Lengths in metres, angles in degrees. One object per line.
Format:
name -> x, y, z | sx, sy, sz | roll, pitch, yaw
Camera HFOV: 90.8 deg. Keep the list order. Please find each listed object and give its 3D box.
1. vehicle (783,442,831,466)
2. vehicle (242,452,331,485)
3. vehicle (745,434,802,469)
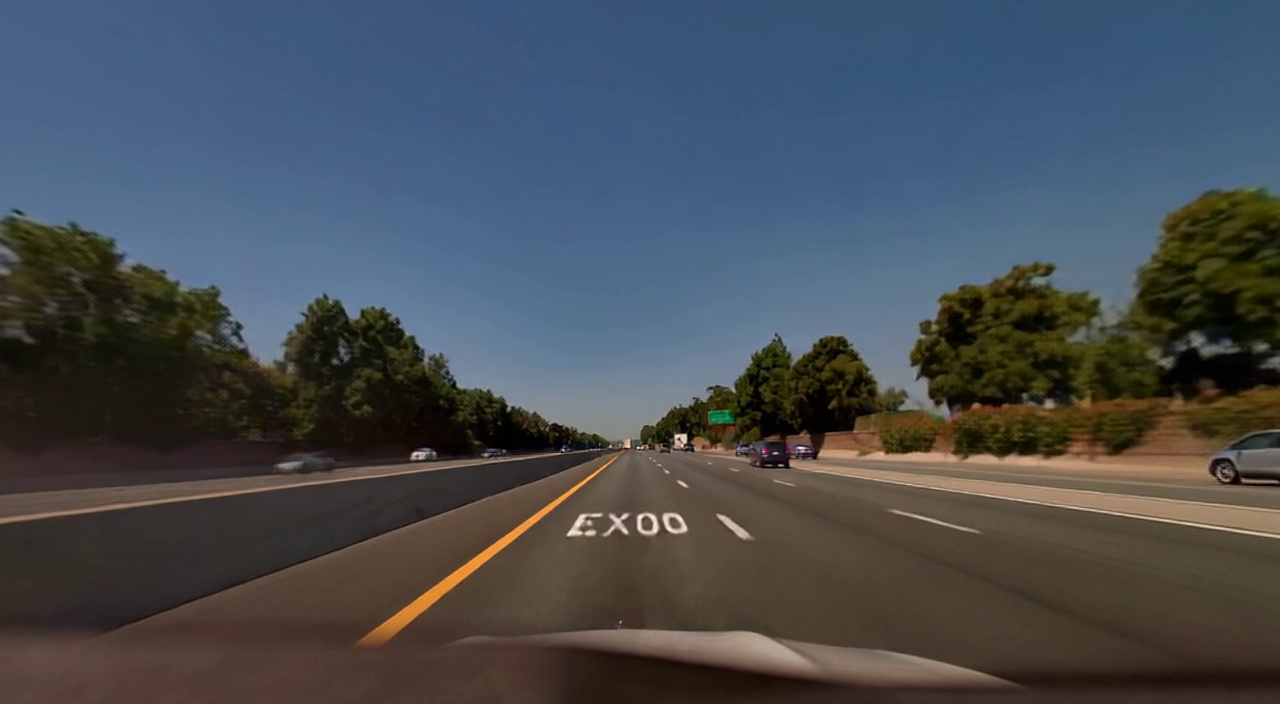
vehicle -> 10.859, 6.684, 41.447 | 1.931, 1.479, 4.183 | 0, -9, -1
vehicle -> -17.540, 5.775, 31.655 | 1.851, 1.492, 4.531 | 0, -9, 0
vehicle -> 7.370, 5.551, 35.335 | 2.098, 1.820, 4.505 | 0, -9, -2
